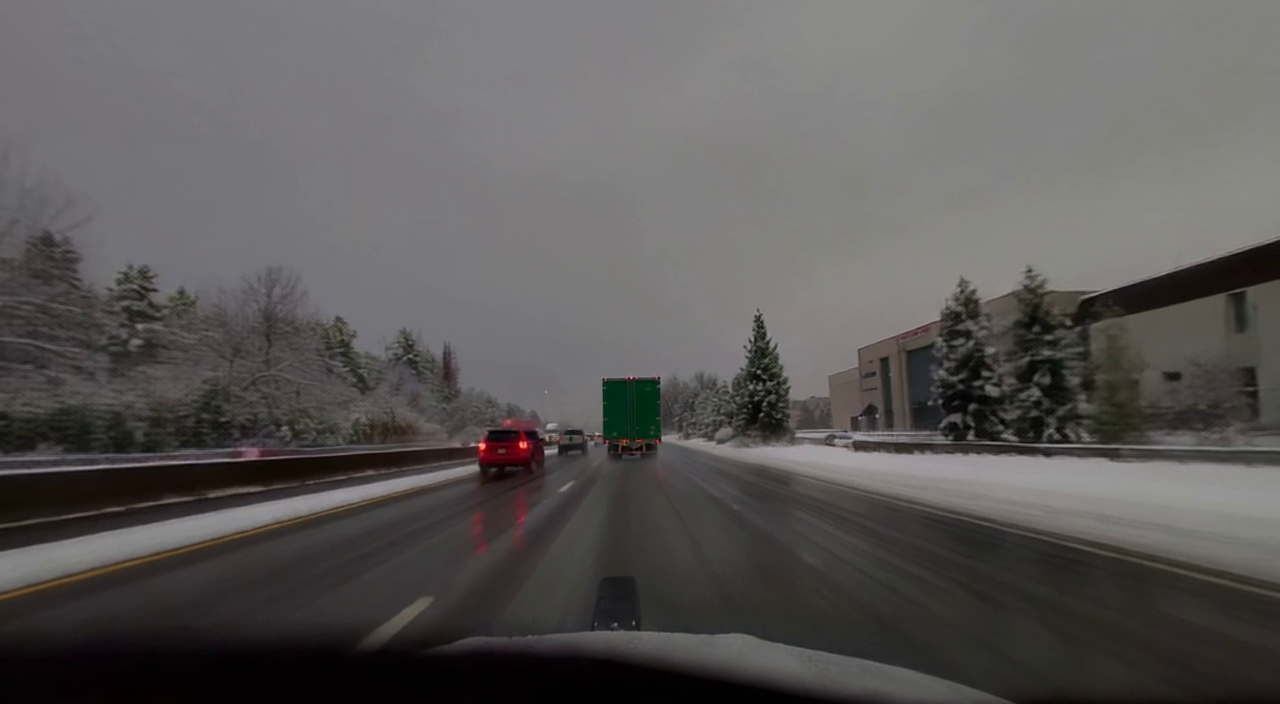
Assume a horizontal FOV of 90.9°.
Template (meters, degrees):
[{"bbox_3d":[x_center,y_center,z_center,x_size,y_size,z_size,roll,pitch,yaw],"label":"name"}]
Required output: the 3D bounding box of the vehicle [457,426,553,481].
[{"bbox_3d":[-4.274,3.297,20.877,2.005,1.602,5.131,0,-8,1],"label":"vehicle"}]

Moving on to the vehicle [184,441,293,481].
[{"bbox_3d":[-16.993,4.595,26.934,1.850,1.545,4.338,0,-8,-1],"label":"vehicle"}]

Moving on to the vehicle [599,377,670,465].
[{"bbox_3d":[-0.391,3.847,34.070,3.259,4.066,9.891,0,-8,-1],"label":"vehicle"}]

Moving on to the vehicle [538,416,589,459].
[{"bbox_3d":[-5.158,5.920,43.525,2.717,2.714,6.997,0,-8,0],"label":"vehicle"}]

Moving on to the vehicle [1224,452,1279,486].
[{"bbox_3d":[49.394,9.095,48.899,2.228,2.290,6.075,-2,-7,1],"label":"vehicle"}]
